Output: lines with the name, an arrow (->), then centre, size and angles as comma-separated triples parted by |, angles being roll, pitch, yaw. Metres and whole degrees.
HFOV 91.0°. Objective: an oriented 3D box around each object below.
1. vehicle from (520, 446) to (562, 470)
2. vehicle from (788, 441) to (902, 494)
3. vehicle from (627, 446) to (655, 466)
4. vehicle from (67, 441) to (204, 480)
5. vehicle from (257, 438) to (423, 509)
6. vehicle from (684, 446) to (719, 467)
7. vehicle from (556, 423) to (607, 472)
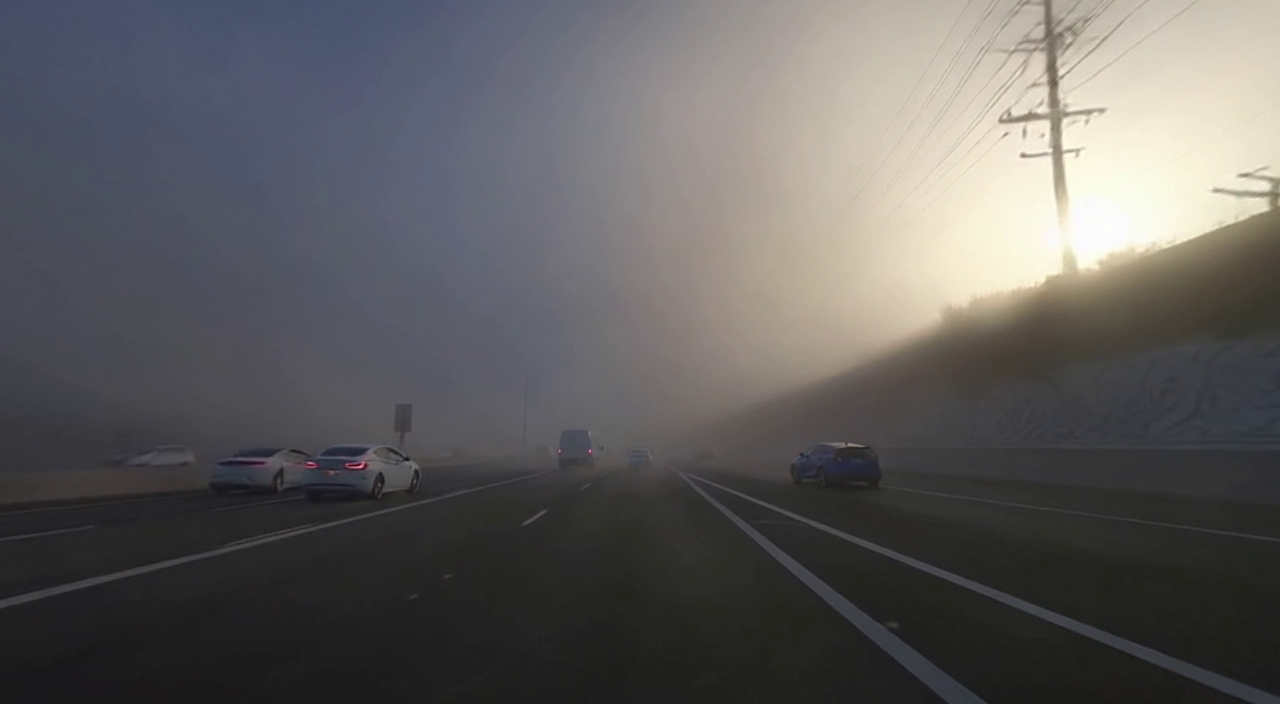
vehicle -> -6.504, 6.961, 41.700 | 1.944, 1.490, 4.442 | 0, -9, 1
vehicle -> 6.293, 3.588, 19.931 | 2.052, 1.470, 4.364 | 0, -9, -2
vehicle -> 0.050, 7.953, 48.303 | 2.084, 1.492, 4.137 | 0, -9, -1
vehicle -> -36.451, 7.838, 46.081 | 2.899, 2.516, 8.582 | 0, -9, 1
vehicle -> -7.309, 2.986, 15.960 | 1.967, 1.525, 4.458 | 0, -9, 0
vehicle -> 4.539, 7.798, 47.219 | 2.095, 1.504, 4.536 | 0, -9, -1
vehicle -> -3.353, 5.668, 37.403 | 2.395, 2.660, 5.827 | 0, -9, 1
